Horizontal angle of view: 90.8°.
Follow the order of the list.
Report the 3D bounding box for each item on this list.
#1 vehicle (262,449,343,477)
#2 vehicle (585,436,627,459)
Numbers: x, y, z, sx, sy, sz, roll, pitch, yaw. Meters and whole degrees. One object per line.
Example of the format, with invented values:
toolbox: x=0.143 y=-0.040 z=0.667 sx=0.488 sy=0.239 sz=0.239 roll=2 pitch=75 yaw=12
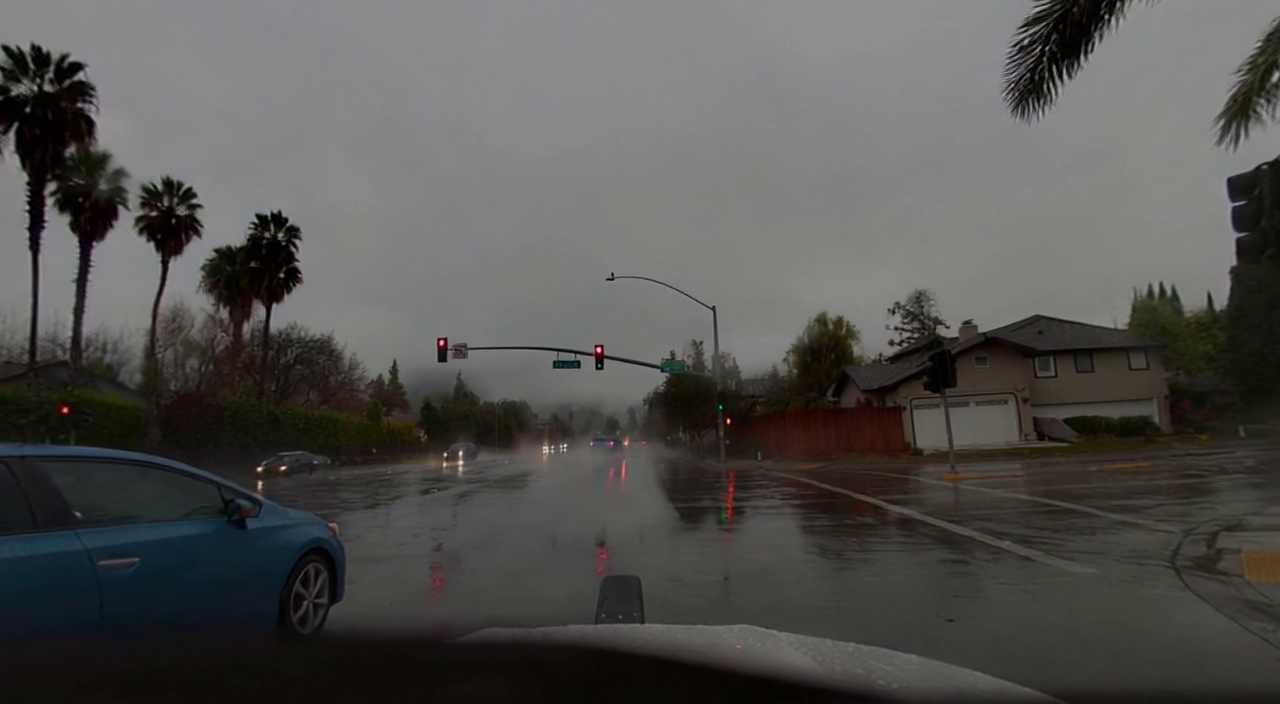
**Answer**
vehicle: x=-20.005 y=6.541 z=37.676 sx=2.084 sy=1.528 sz=4.778 roll=-1 pitch=-9 yaw=2
vehicle: x=-2.358 y=6.854 z=45.468 sx=2.083 sy=1.541 sz=4.777 roll=-2 pitch=-9 yaw=9
